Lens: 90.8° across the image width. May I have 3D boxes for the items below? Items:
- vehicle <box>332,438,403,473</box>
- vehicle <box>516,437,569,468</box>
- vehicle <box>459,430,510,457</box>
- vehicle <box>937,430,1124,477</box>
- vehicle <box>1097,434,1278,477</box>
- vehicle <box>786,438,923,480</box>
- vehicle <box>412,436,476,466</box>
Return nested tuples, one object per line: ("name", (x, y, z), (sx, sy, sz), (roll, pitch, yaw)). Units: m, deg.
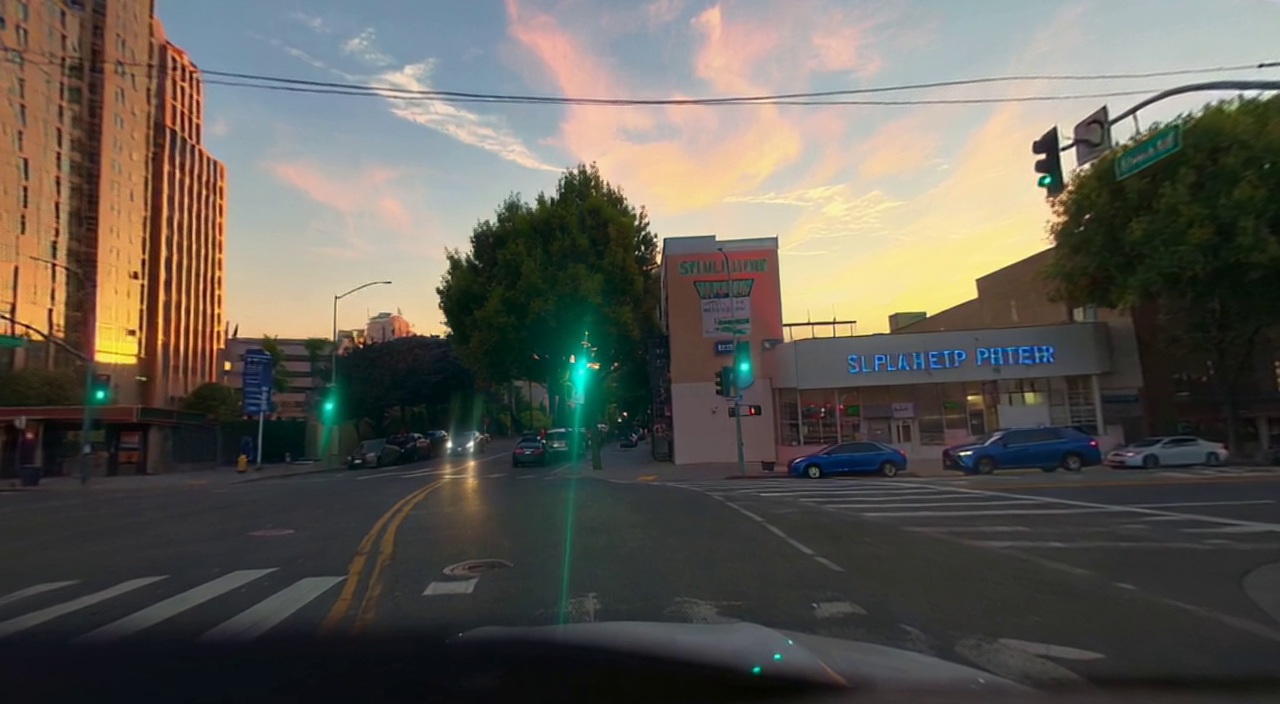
("vehicle", (-14.948, 5.636, 34.861), (1.933, 1.461, 4.393), (-4, -6, 0))
("vehicle", (-5.014, 5.230, 33.004), (1.892, 1.481, 4.365), (-1, -9, 2))
("vehicle", (-10.602, 6.272, 43.390), (2.181, 1.723, 4.692), (-1, -9, 2))
("vehicle", (14.203, 3.723, 23.244), (5.420, 1.609, 2.063), (0, -9, 1))
("vehicle", (19.772, 3.758, 22.964), (4.782, 1.455, 1.936), (0, -9, -2))
("vehicle", (7.851, 3.955, 23.450), (4.426, 1.446, 1.795), (0, -9, 0))
("vehicle", (-10.370, 5.278, 33.820), (2.119, 1.485, 4.472), (0, -9, -2))
